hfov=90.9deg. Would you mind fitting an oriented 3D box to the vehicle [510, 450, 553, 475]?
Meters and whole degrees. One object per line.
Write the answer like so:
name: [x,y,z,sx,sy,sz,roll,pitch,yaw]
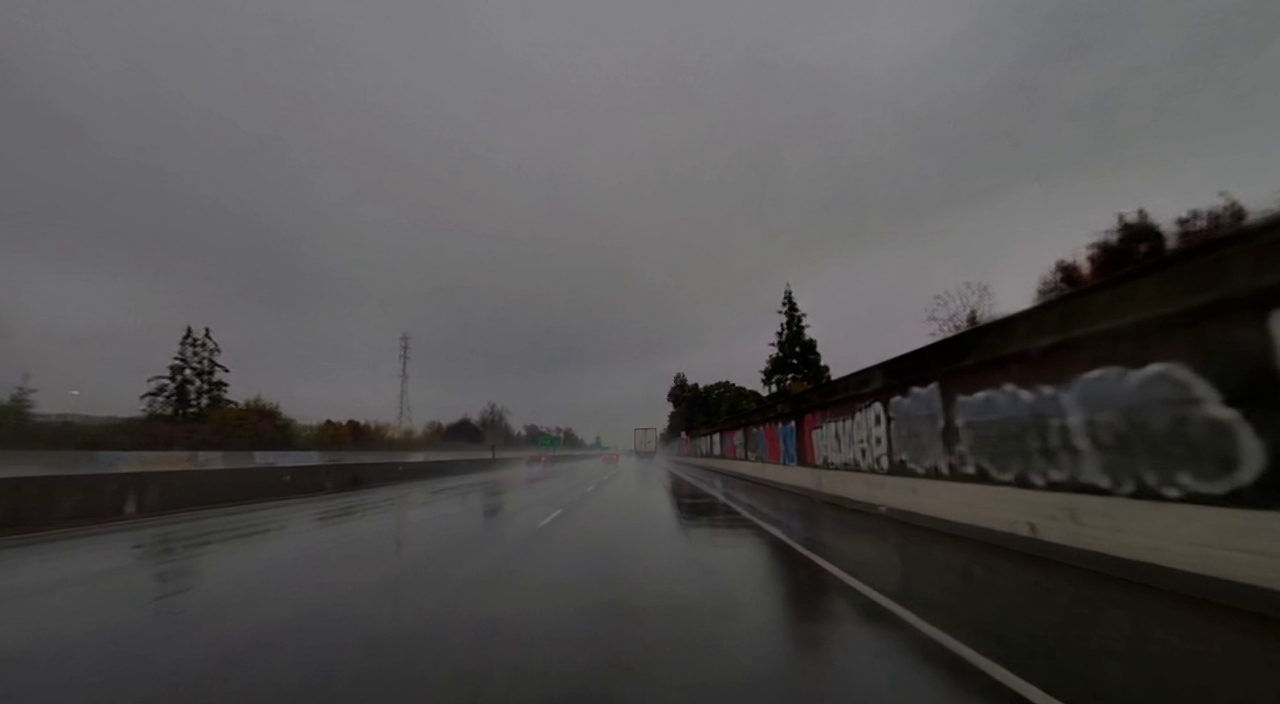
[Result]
vehicle: [-6.627,6.767,38.672,2.027,1.431,3.033,0,-9,1]
